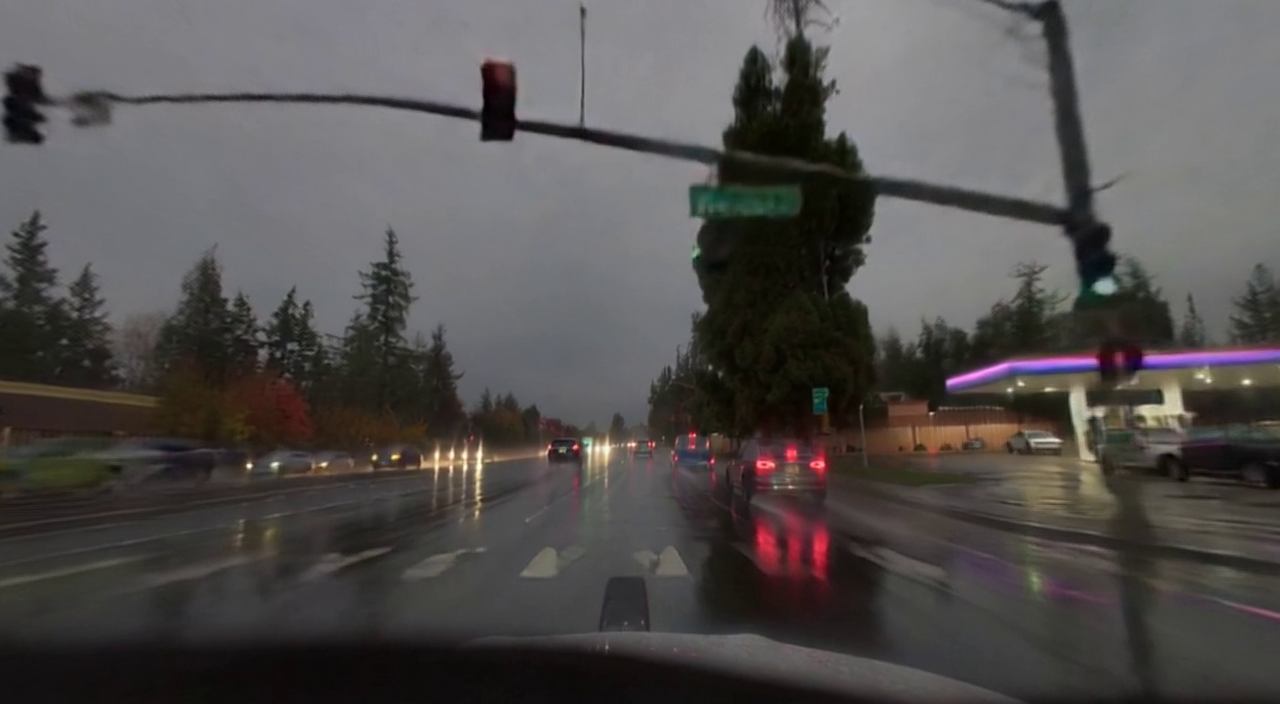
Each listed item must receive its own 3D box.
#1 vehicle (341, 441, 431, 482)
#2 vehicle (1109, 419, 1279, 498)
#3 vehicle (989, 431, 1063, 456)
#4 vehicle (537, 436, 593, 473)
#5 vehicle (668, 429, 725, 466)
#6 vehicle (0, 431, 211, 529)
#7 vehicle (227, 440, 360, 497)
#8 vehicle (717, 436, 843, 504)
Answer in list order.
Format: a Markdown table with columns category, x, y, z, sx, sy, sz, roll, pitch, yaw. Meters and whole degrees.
| category | x | y | z | sx | sy | sz | roll | pitch | yaw |
| --- | --- | --- | --- | --- | --- | --- | --- | --- | --- |
| vehicle | -11.328 | 4.881 | 28.553 | 2.004 | 1.509 | 4.932 | -2 | -6 | 1 |
| vehicle | 17.124 | 2.866 | 17.617 | 2.766 | 1.917 | 6.394 | -1 | -7 | -5 |
| vehicle | 24.121 | 5.754 | 39.597 | 1.921 | 1.463 | 4.380 | 0 | -8 | 0 |
| vehicle | -3.736 | 5.221 | 32.322 | 2.250 | 1.713 | 4.422 | 0 | -8 | 1 |
| vehicle | 3.558 | 6.190 | 41.165 | 3.245 | 2.199 | 6.295 | 0 | -8 | 1 |
| vehicle | -11.618 | 2.526 | 13.102 | 2.091 | 1.644 | 4.645 | 0 | -8 | 0 |
| vehicle | -11.383 | 3.802 | 21.140 | 1.909 | 1.467 | 4.522 | -2 | -6 | 0 |
| vehicle | 3.382 | 2.951 | 16.304 | 2.095 | 1.475 | 4.686 | 0 | -8 | -1 |
